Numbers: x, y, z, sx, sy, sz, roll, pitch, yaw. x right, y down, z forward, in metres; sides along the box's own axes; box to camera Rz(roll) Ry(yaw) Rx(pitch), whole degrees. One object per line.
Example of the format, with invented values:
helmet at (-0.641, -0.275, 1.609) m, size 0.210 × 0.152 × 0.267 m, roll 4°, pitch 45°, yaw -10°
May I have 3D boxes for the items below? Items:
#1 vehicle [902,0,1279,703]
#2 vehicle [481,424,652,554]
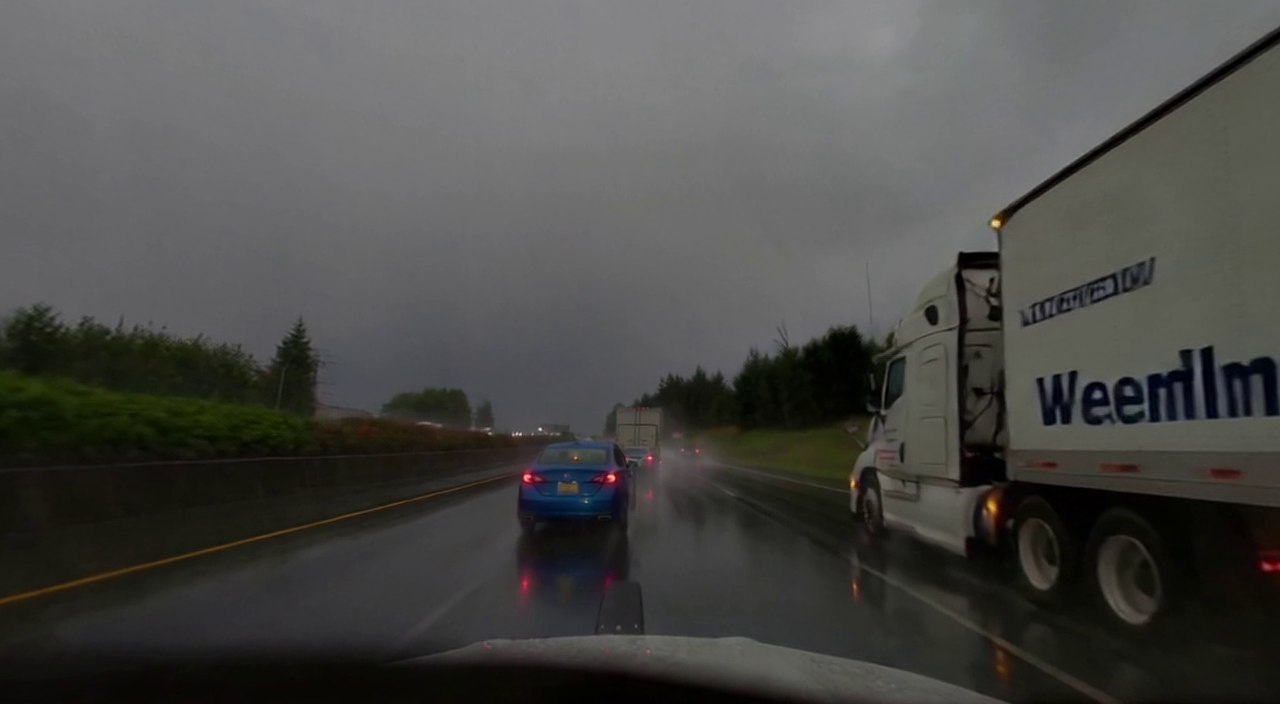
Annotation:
vehicle at (4.895, -0.503, 1.018) m, size 2.825 × 4.043 × 14.051 m, roll 0°, pitch -9°, yaw 0°
vehicle at (-0.880, 1.981, 9.678) m, size 2.038 × 1.582 × 3.729 m, roll -1°, pitch -9°, yaw 2°
